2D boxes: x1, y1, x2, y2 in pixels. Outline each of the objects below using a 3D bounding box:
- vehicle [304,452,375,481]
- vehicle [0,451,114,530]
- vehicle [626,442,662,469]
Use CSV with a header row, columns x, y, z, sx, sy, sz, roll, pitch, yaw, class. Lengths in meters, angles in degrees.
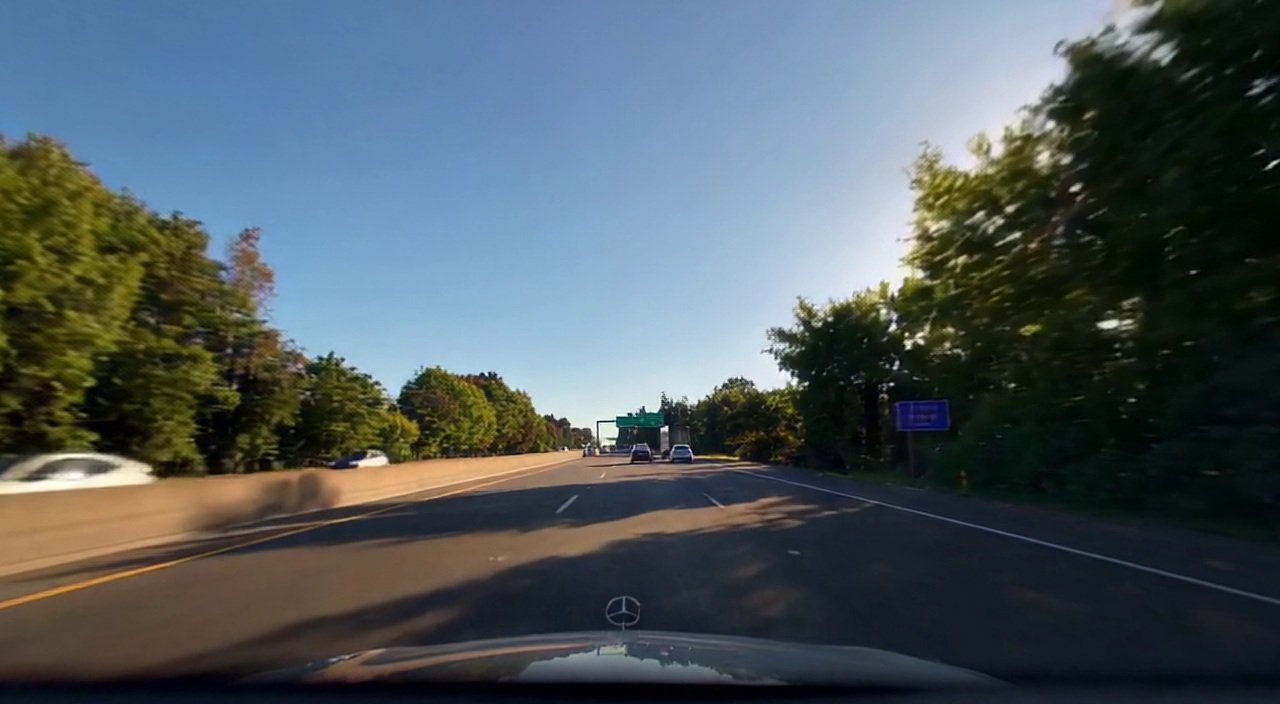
x,y,z,sx,sy,sz,roll,pitch,yaw,class
-16.915,6.450,35.773,1.892,1.499,4.292,0,-9,0,vehicle
-13.251,2.709,12.370,1.967,1.496,4.528,0,-9,0,vehicle
0.218,6.700,41.031,2.173,1.598,4.293,0,-9,-1,vehicle
